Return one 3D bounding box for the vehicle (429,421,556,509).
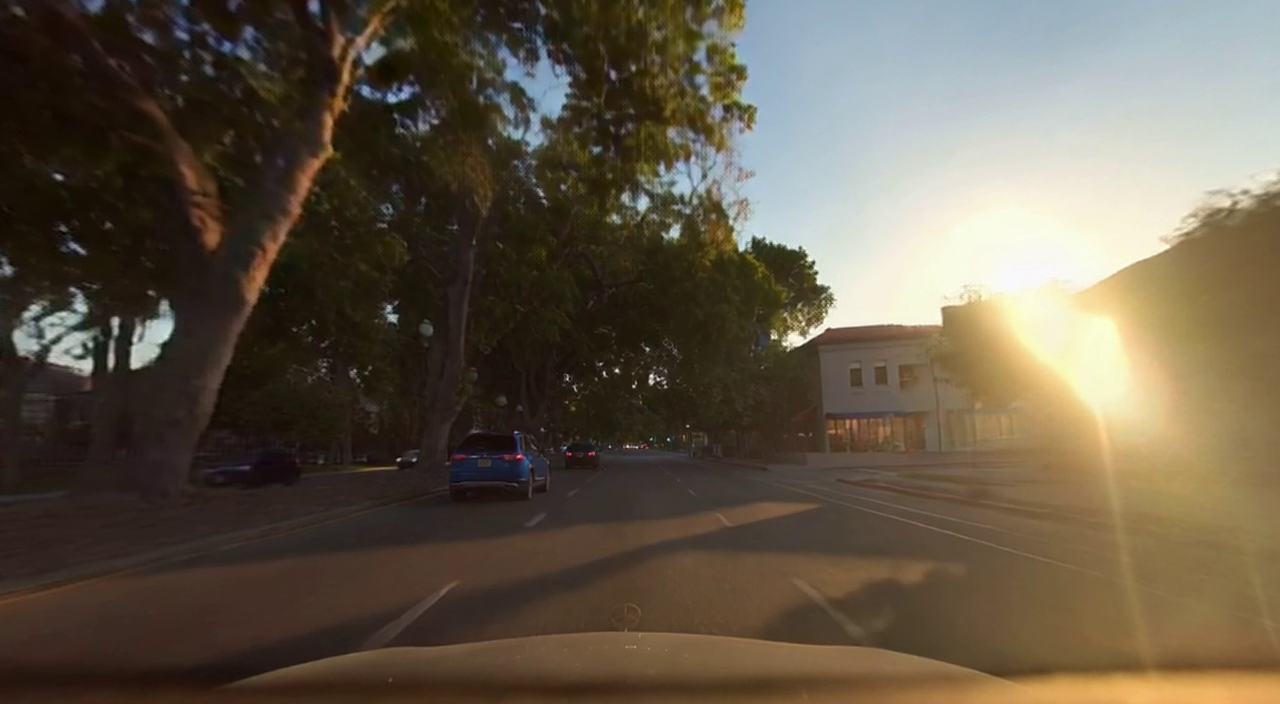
[{"bbox_3d":[-3.354,2.683,15.372,2.042,1.817,4.364,0,-9,-1],"label":"vehicle"}]

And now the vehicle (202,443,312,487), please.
[{"bbox_3d":[-16.362,4.819,27.317,1.963,1.712,4.436,0,-9,0],"label":"vehicle"}]

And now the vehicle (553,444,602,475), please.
[{"bbox_3d":[-3.149,5.530,32.783,2.069,1.470,4.601,0,-9,0],"label":"vehicle"}]
